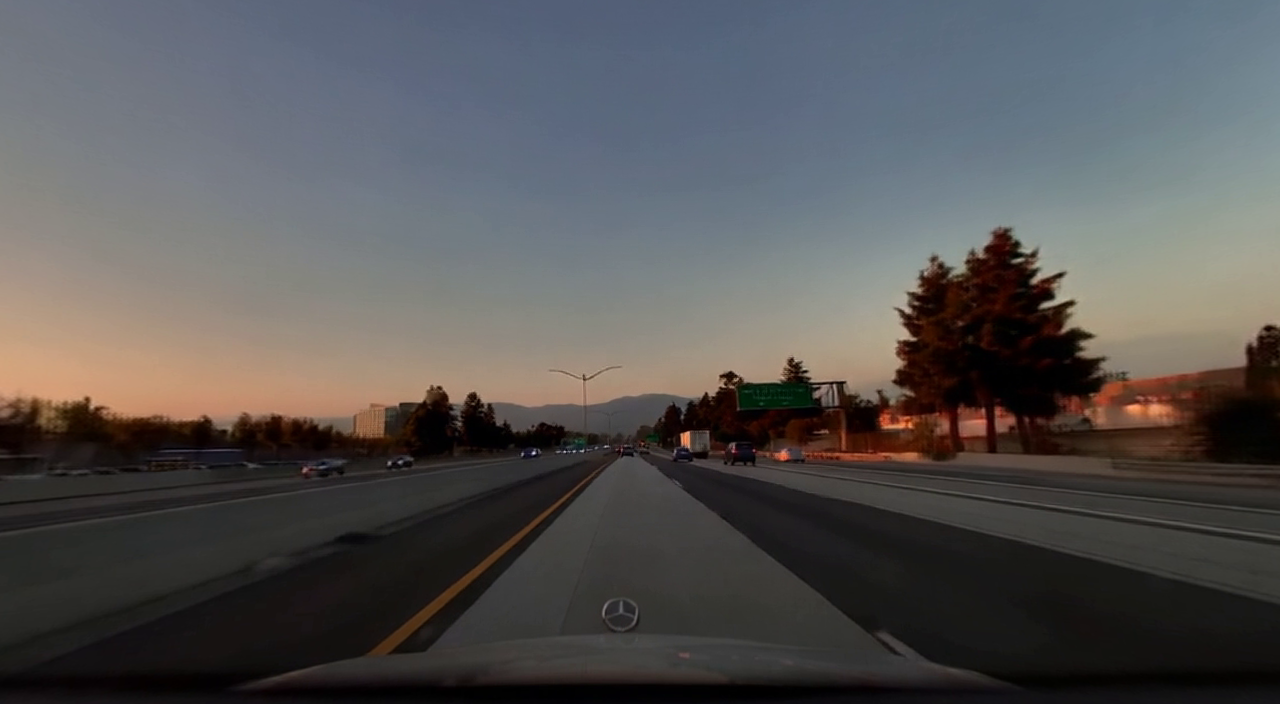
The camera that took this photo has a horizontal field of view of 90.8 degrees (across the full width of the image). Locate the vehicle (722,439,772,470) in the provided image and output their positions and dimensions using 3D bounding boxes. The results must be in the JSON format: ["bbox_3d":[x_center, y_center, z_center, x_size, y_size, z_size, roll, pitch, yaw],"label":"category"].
[{"bbox_3d":[6.167,5.982,36.960,2.030,1.706,4.279,0,-9,-2],"label":"vehicle"}]

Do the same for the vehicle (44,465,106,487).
[{"bbox_3d":[-41.499,9.116,46.523,1.574,1.349,3.499,-2,-8,-6],"label":"vehicle"}]
